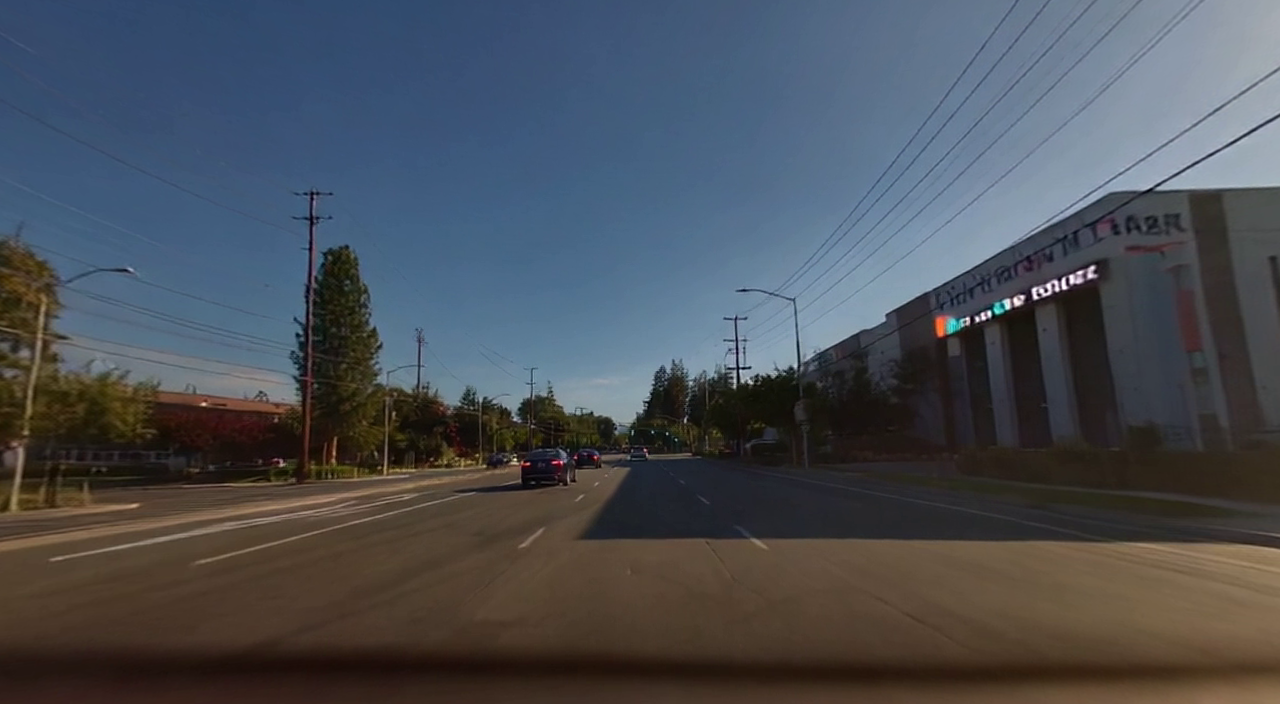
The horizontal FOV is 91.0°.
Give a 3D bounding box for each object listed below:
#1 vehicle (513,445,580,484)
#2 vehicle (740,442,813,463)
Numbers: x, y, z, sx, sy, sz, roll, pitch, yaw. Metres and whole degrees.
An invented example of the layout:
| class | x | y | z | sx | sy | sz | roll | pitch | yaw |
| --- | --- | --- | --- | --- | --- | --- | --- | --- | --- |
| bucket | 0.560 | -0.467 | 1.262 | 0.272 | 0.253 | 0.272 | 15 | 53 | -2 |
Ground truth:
| class | x | y | z | sx | sy | sz | roll | pitch | yaw |
| --- | --- | --- | --- | --- | --- | --- | --- | --- | --- |
| vehicle | -3.716 | 4.570 | 25.910 | 2.076 | 1.444 | 4.328 | 0 | -9 | 0 |
| vehicle | 10.229 | 7.544 | 47.326 | 4.885 | 1.576 | 2.024 | 1 | -9 | -6 |
